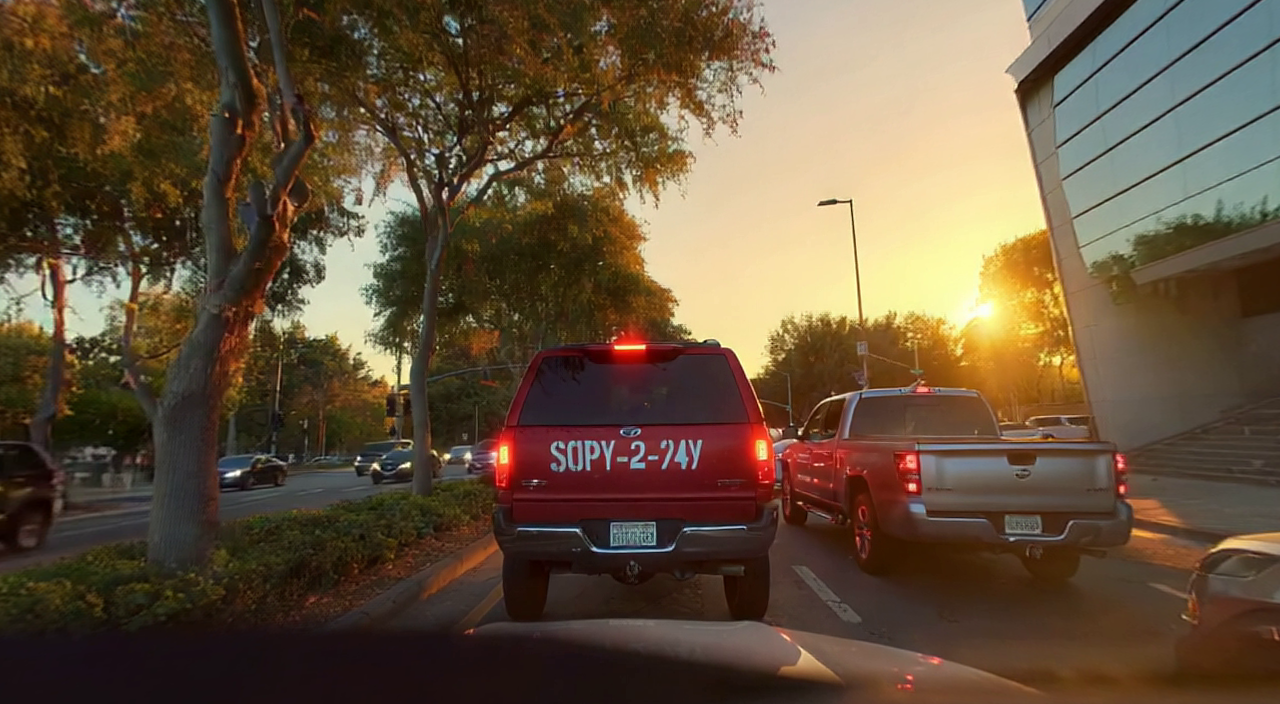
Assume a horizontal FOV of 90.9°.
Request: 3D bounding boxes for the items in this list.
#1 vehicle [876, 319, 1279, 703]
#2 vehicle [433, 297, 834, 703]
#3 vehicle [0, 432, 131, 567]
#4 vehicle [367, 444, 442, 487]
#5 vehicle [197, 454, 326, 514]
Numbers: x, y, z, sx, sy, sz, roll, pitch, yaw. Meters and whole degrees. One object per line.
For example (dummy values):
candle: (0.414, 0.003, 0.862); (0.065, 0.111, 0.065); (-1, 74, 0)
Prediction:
vehicle: (3.084, 0.985, 3.486); (2.022, 1.700, 4.410); (0, -8, 3)
vehicle: (0.017, 1.161, 5.887); (2.267, 2.372, 4.366); (0, -8, 2)
vehicle: (-10.959, 2.253, 9.248); (2.362, 2.052, 6.109); (-2, -8, -6)
vehicle: (-12.364, 5.967, 33.472); (2.111, 1.917, 4.758); (-5, -9, 1)
vehicle: (-16.113, 5.577, 27.224); (2.637, 2.293, 4.494); (0, -8, 1)
